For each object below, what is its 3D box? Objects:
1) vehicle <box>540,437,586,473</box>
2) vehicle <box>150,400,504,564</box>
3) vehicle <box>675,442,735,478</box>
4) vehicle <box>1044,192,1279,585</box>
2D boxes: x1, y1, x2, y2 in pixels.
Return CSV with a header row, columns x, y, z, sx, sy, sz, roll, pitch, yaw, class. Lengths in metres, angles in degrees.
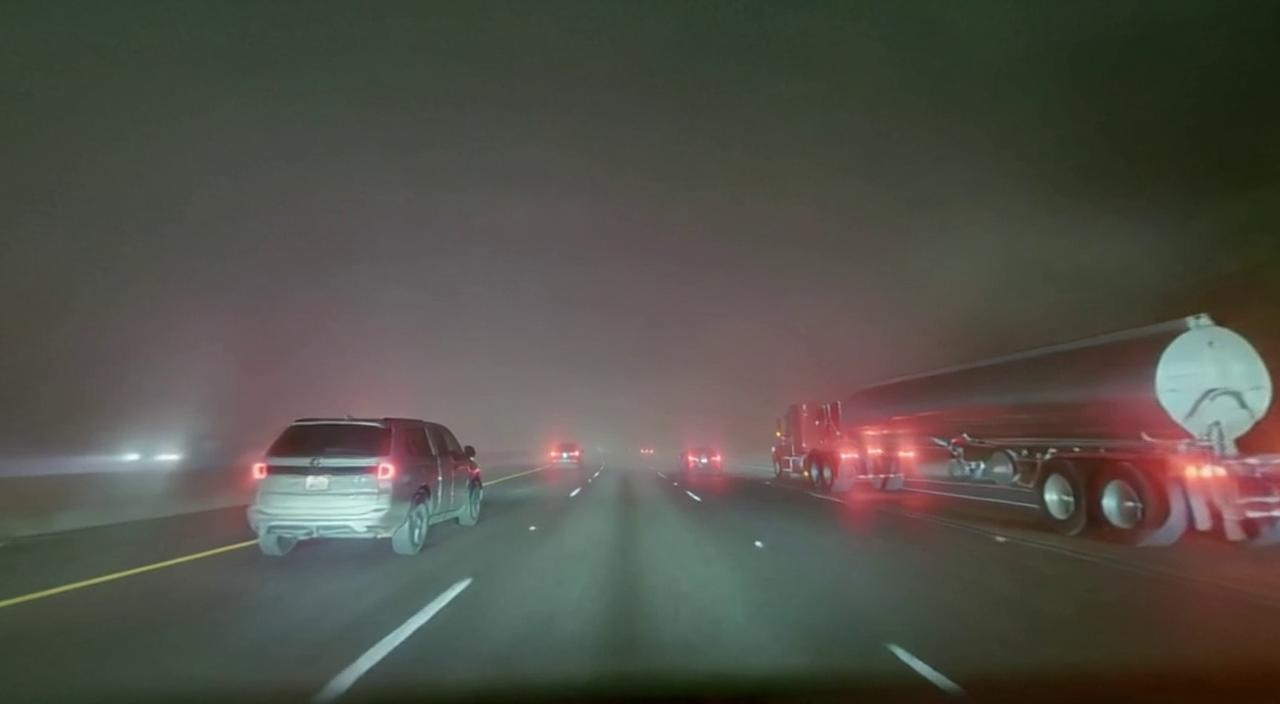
x,y,z,sx,sy,sz,roll,pitch,yaw,class
-4.198,5.711,35.139,2.149,1.843,4.348,0,-9,-2,vehicle
-4.167,1.902,10.102,2.684,1.839,5.803,0,-9,0,vehicle
2.877,4.888,28.895,2.053,1.510,4.400,0,-9,-3,vehicle
7.622,0.053,3.891,3.554,3.573,10.307,0,-9,1,vehicle
